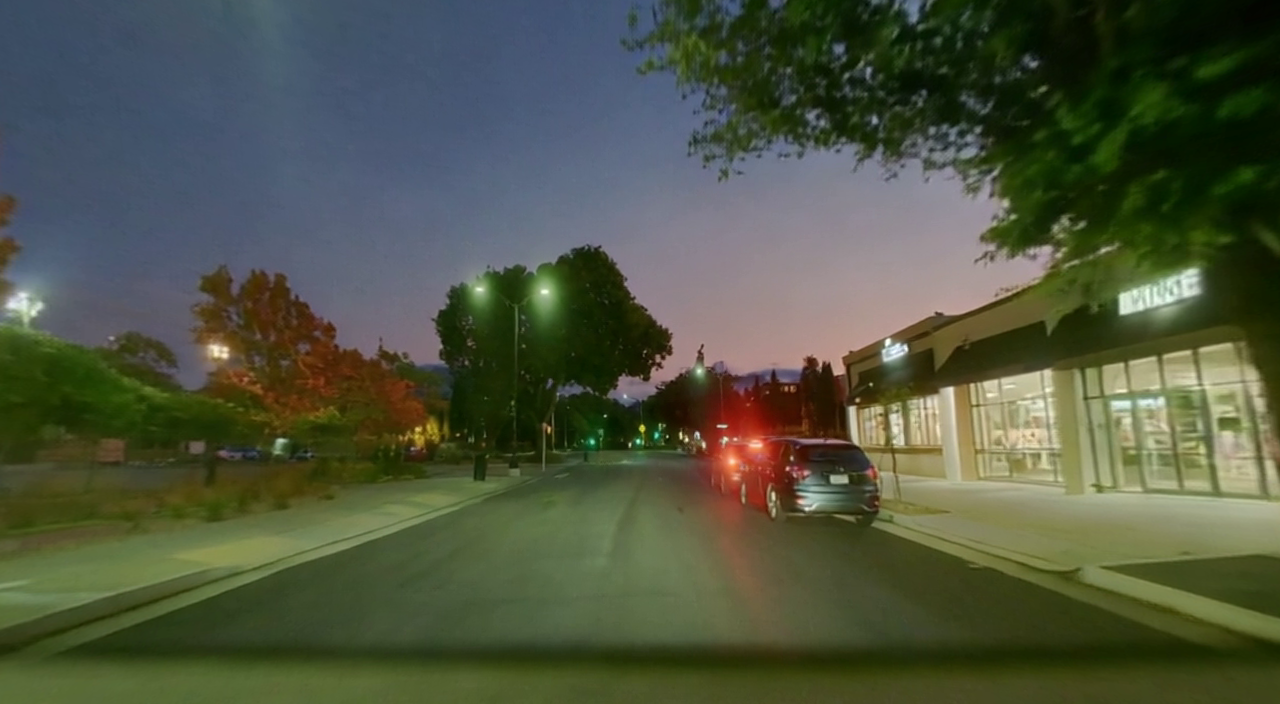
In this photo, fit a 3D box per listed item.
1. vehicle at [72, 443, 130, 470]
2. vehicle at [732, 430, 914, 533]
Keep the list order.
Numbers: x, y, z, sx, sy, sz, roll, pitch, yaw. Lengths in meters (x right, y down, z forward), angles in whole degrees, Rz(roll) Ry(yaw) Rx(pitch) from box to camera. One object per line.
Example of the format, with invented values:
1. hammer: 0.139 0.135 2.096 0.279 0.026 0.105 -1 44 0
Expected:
1. vehicle: -36.976 7.133 43.286 4.157 1.687 2.419 -7 -12 43
2. vehicle: 3.082 2.290 11.831 2.064 1.532 4.596 0 -8 0
